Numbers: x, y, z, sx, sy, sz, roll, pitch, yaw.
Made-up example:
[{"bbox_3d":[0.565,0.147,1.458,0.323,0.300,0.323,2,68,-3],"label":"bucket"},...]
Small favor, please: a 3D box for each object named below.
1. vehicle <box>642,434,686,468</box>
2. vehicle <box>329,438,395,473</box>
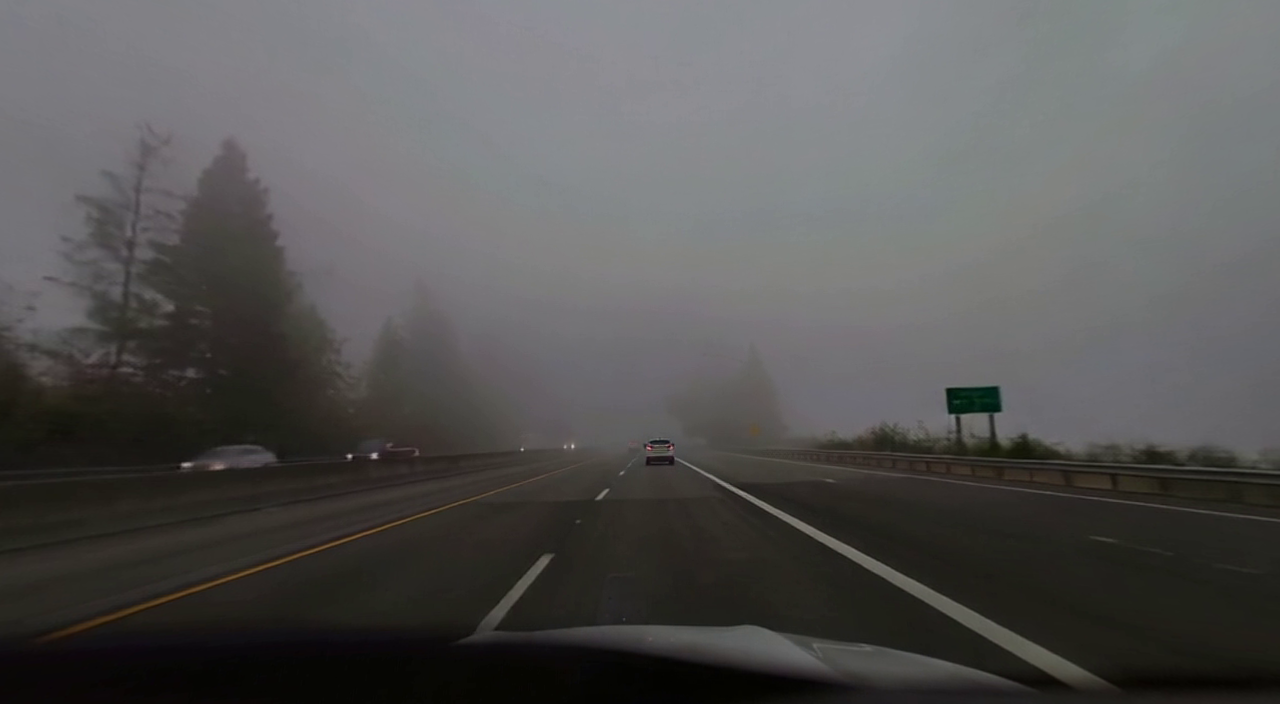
[{"bbox_3d":[1.281,5.479,35.149,2.260,1.766,4.348,0,-8,0],"label":"vehicle"},{"bbox_3d":[-20.642,7.688,47.172,2.194,2.421,5.841,0,-8,1],"label":"vehicle"}]
